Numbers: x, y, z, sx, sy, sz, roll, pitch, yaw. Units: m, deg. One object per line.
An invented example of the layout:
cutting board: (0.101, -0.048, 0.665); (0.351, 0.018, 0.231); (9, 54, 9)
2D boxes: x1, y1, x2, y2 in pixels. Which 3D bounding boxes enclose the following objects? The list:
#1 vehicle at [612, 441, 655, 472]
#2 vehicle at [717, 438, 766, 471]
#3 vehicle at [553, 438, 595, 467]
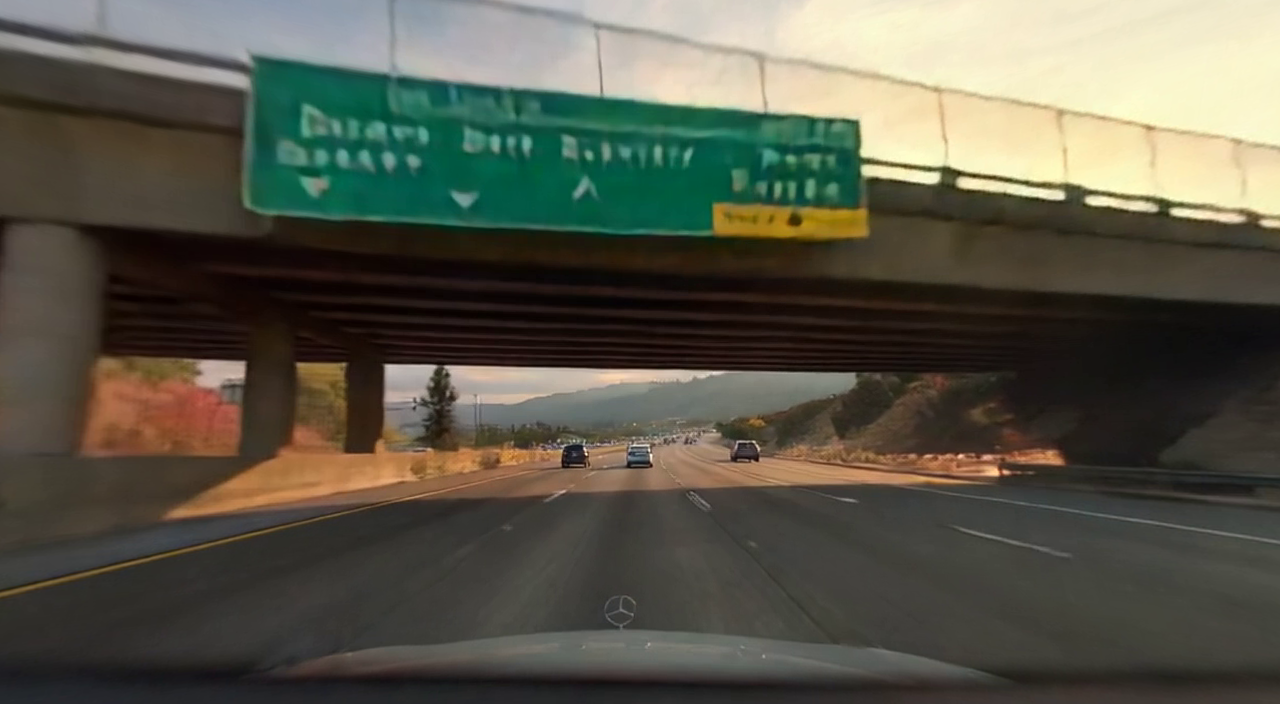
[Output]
vehicle: (-0.310, 5.331, 32.436); (2.075, 1.486, 4.007); (0, -8, 0)
vehicle: (5.371, 5.467, 33.903); (1.936, 1.625, 3.991); (0, -8, 0)
vehicle: (-4.163, 6.401, 40.453); (2.113, 1.756, 4.471); (0, -9, 1)
